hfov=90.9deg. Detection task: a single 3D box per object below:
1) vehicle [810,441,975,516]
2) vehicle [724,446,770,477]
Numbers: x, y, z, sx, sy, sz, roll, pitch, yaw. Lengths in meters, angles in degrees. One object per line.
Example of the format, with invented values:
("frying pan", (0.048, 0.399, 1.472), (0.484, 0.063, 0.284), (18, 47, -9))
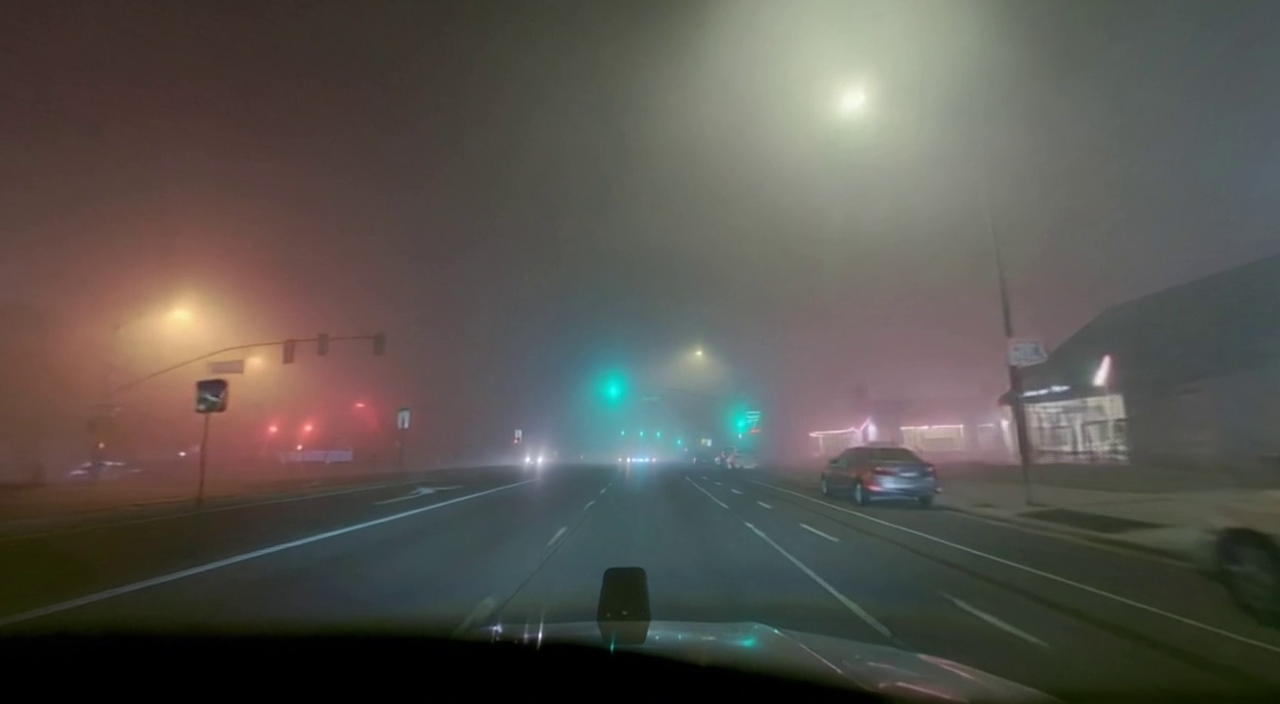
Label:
("vehicle", (5.954, 3.038, 15.650), (2.057, 1.541, 4.735), (0, -9, -1))
("vehicle", (6.154, 6.375, 36.918), (1.845, 1.664, 5.285), (0, -9, 1))
